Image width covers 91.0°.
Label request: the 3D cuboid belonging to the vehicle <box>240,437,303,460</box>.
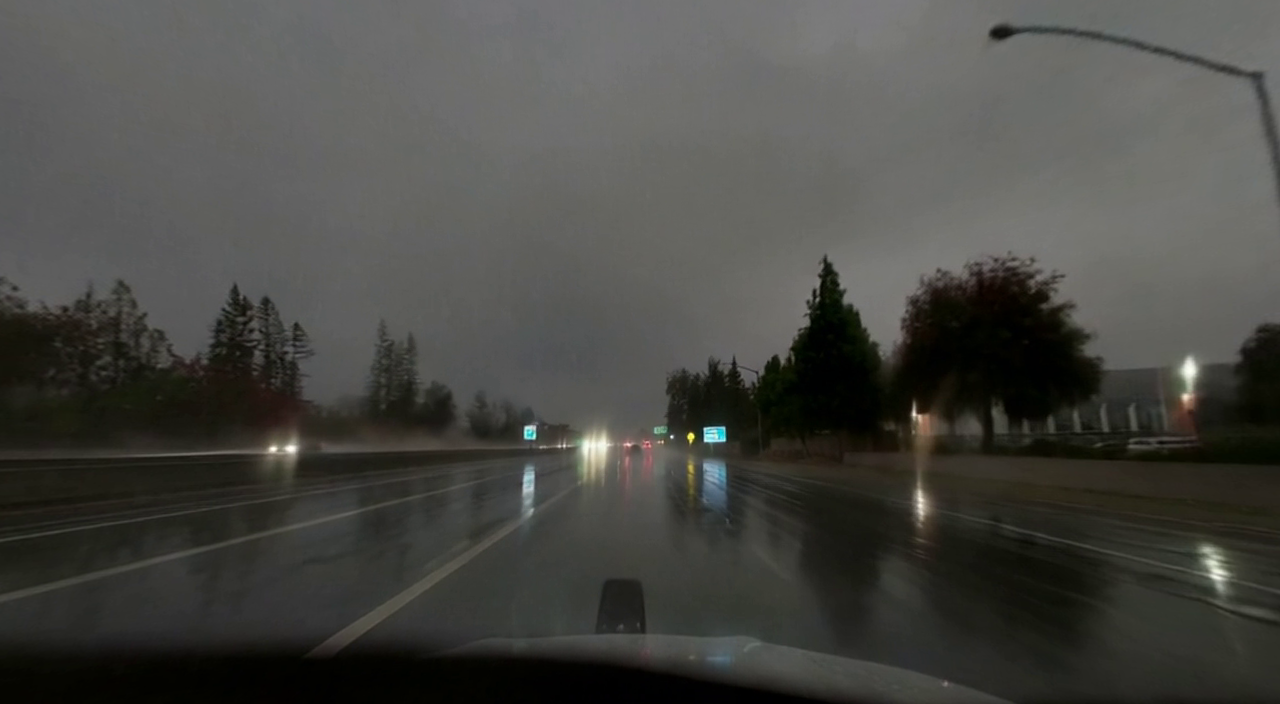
[{"bbox_3d":[-28.818,7.586,49.418,2.043,1.691,4.620,0,-9,2],"label":"vehicle"}]
